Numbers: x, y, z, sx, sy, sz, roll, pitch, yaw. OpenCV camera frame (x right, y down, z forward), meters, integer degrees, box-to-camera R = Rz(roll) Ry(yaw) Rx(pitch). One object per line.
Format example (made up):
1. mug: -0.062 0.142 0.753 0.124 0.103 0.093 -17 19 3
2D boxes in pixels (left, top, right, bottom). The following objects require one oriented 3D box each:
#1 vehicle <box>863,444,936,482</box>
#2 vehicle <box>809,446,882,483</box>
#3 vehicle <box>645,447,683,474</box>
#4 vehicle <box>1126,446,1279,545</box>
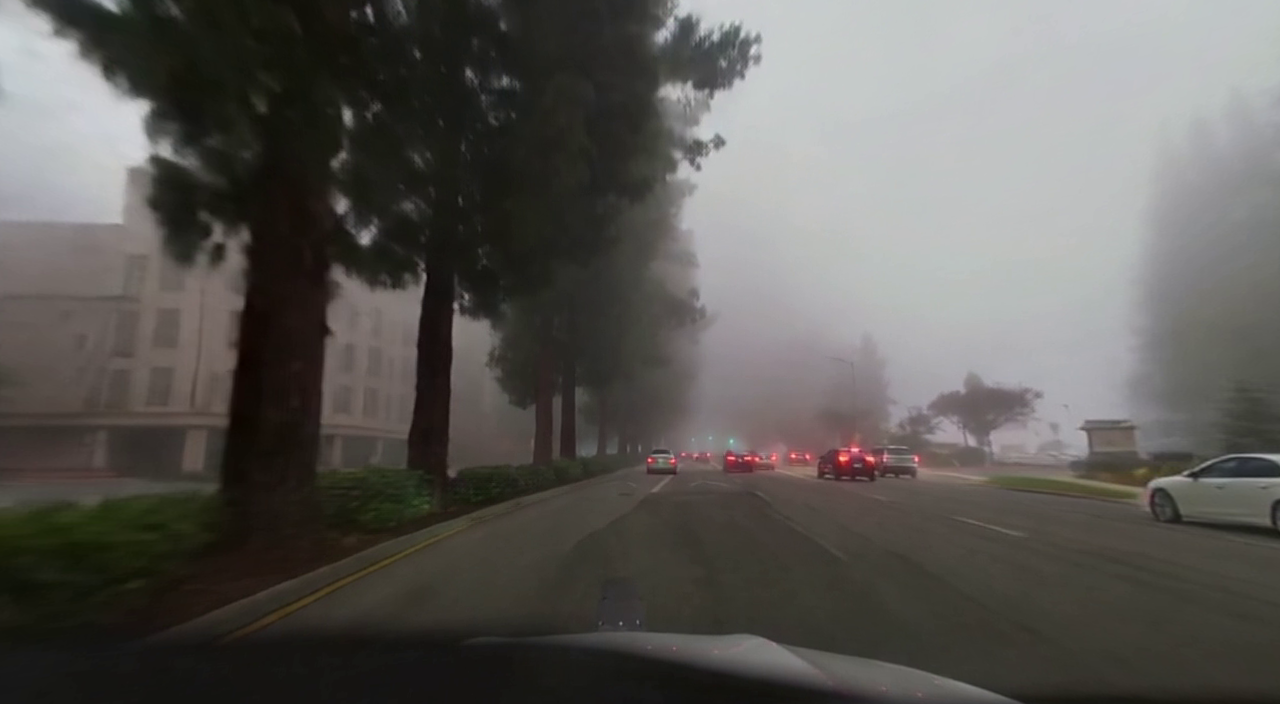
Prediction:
1. vehicle: 12.680 5.417 31.170 1.945 1.687 4.292 -1 -9 3
2. vehicle: 8.764 4.798 27.278 2.020 1.472 3.958 -1 -9 4
3. vehicle: 1.447 6.355 37.340 2.077 1.477 3.897 -1 -9 3
4. vehicle: 10.785 2.323 10.536 1.888 1.508 4.646 -1 -9 4
